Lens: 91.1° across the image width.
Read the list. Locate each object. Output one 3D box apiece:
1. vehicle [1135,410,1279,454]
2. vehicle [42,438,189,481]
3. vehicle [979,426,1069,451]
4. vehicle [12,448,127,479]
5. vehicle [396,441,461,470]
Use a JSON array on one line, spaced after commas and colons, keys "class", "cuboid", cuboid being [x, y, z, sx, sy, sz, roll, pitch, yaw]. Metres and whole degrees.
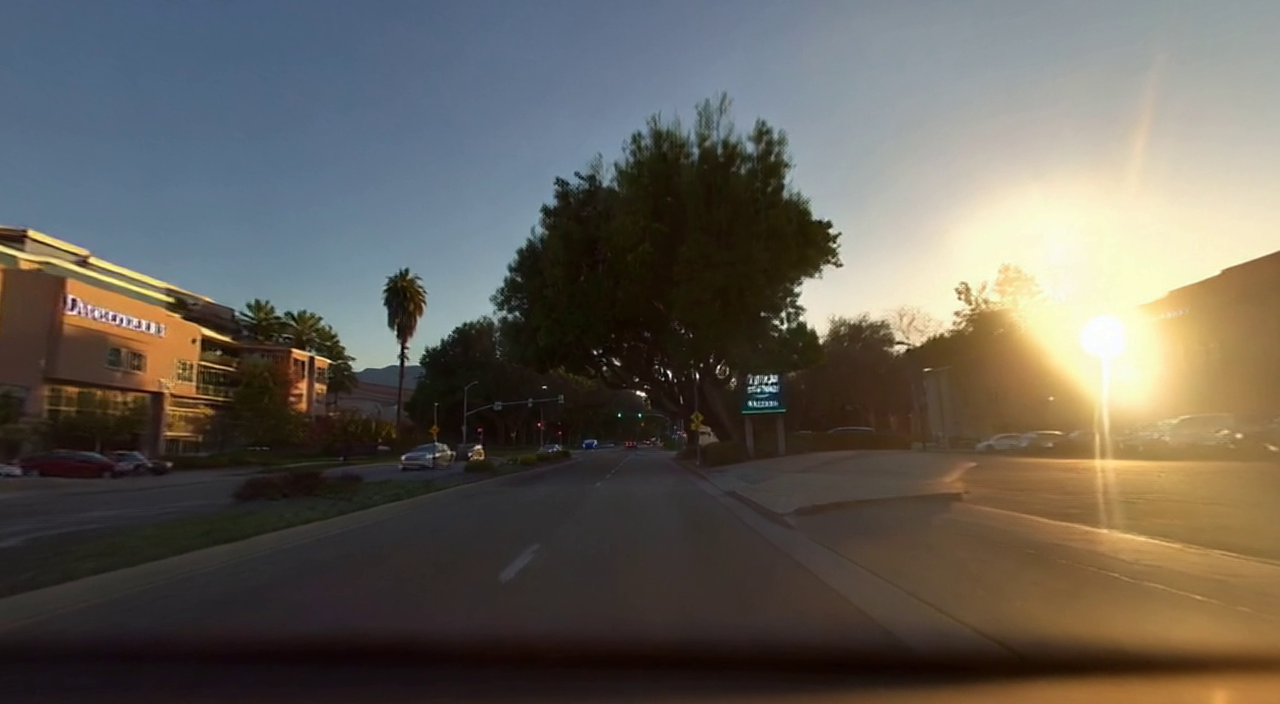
[{"class": "vehicle", "cuboid": [25.079, 3.497, 27.372, 5.117, 1.813, 2.052, 0, -8, 0]}, {"class": "vehicle", "cuboid": [-29.727, 6.080, 35.732, 6.383, 1.887, 2.223, -4, -9, 0]}, {"class": "vehicle", "cuboid": [25.339, 5.714, 41.515, 4.649, 1.611, 1.945, 0, -8, -1]}, {"class": "vehicle", "cuboid": [-29.803, 5.821, 32.873, 4.133, 1.501, 1.876, 0, -8, 0]}, {"class": "vehicle", "cuboid": [-12.050, 5.911, 36.148, 2.078, 1.532, 4.627, 0, -8, 1]}]
